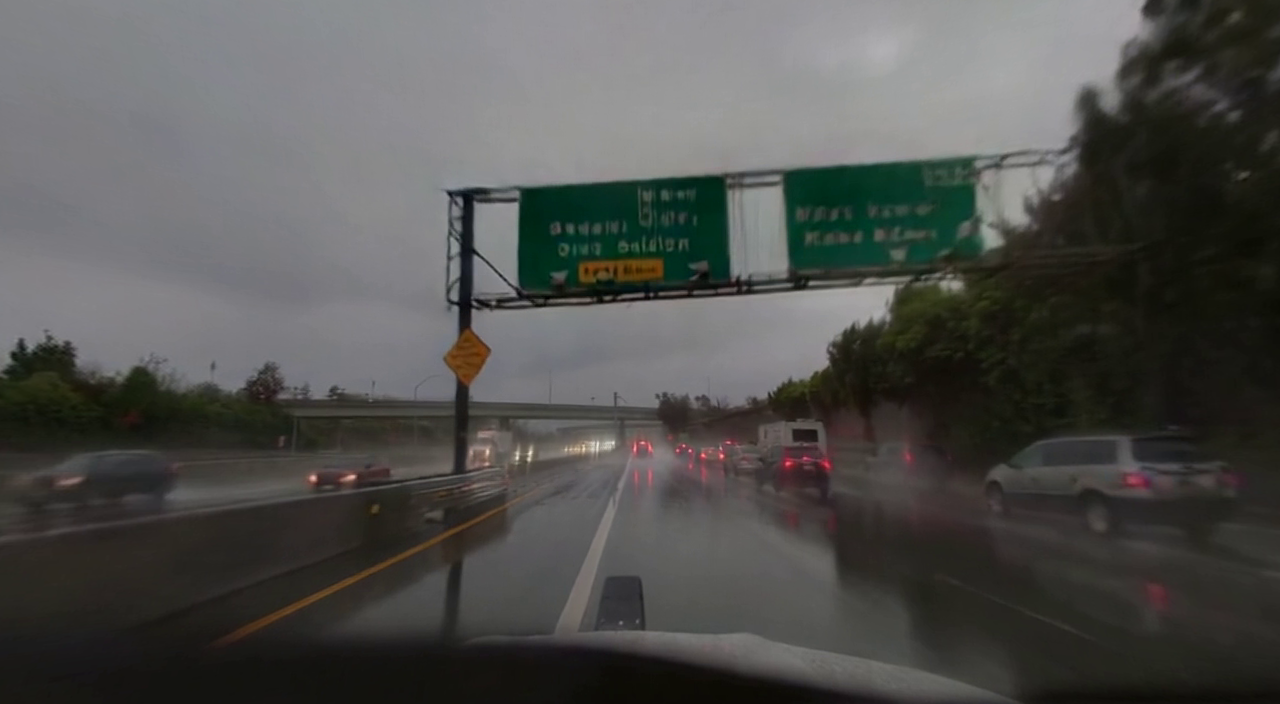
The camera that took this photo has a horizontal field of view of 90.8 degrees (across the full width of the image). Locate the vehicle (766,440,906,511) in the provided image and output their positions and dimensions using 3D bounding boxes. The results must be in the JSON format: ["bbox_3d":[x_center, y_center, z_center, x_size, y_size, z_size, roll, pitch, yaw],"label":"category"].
[{"bbox_3d":[4.647,2.977,15.789,1.927,1.489,4.478,0,-8,-2],"label":"vehicle"}]

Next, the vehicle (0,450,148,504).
[{"bbox_3d":[-21.283,4.575,23.569,1.922,1.747,4.705,0,-8,1],"label":"vehicle"}]

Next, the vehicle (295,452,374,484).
[{"bbox_3d":[-15.945,6.064,33.258,1.955,1.474,4.489,0,-8,0],"label":"vehicle"}]

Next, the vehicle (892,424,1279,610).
[{"bbox_3d":[5.081,1.721,7.698,1.915,1.512,4.812,0,-8,-1],"label":"vehicle"}]

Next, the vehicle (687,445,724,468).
[{"bbox_3d":[4.422,7.163,43.439,1.971,1.453,4.414,0,-8,-2],"label":"vehicle"}]
